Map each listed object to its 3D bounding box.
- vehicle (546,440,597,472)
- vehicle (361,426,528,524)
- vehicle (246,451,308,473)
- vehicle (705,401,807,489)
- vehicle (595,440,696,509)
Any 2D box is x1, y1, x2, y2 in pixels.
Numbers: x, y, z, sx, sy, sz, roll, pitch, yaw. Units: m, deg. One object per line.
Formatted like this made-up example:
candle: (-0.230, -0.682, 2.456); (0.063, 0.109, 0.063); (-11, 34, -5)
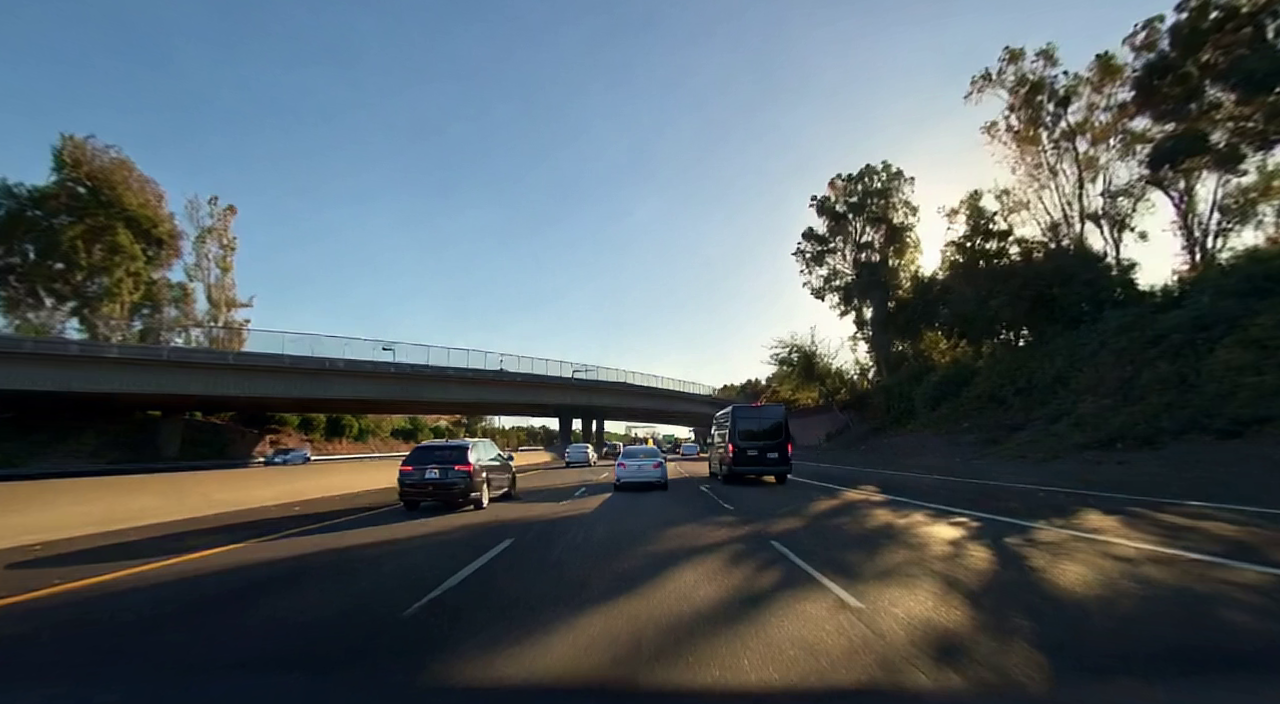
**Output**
vehicle: (-3.781, 5.865, 35.671); (2.258, 1.655, 4.397); (0, -8, 1)
vehicle: (-3.858, 2.507, 13.397); (2.078, 1.706, 4.298); (0, -8, 1)
vehicle: (-26.470, 8.025, 46.154); (1.874, 1.448, 4.436); (0, -9, 1)
vehicle: (3.991, 3.410, 23.245); (2.436, 2.745, 6.607); (0, -8, -1)
vehicle: (0.092, 2.961, 15.702); (2.174, 1.467, 4.005); (0, -8, -1)
